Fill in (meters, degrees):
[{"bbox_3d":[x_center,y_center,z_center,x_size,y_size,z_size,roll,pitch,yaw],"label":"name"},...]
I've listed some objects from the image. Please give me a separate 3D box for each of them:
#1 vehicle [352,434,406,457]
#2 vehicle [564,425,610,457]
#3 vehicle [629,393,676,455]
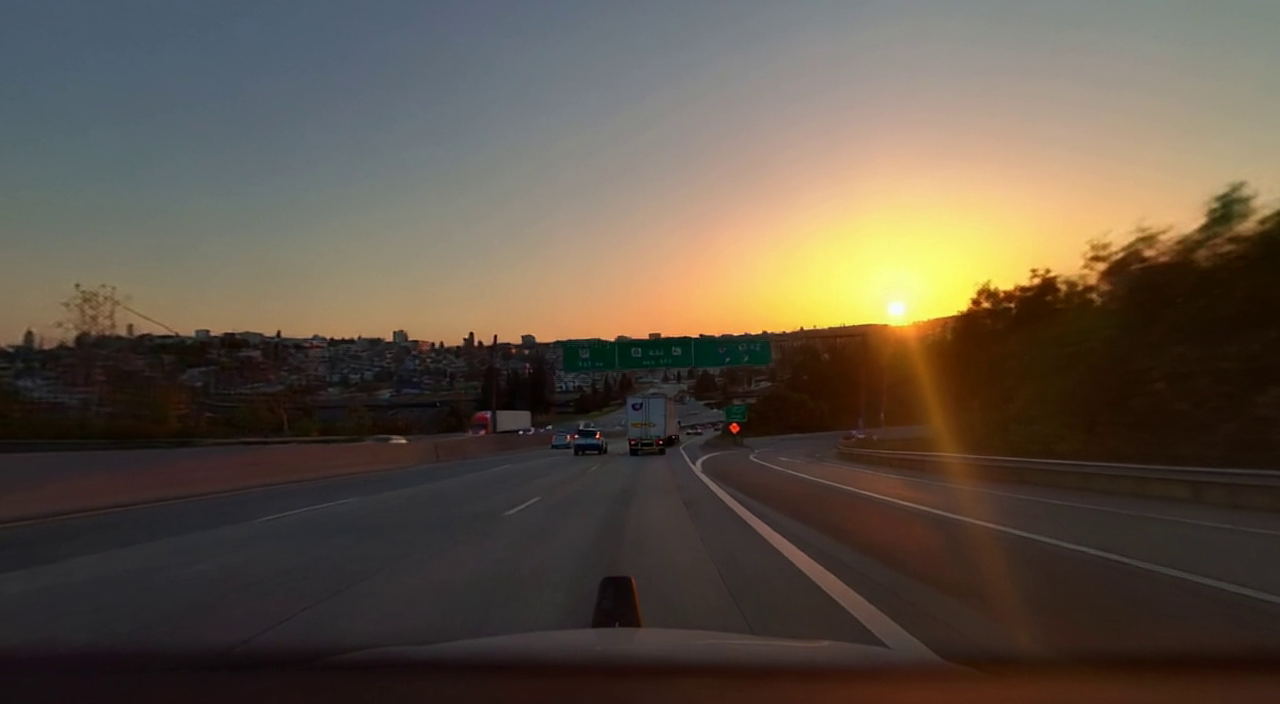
[{"bbox_3d":[-18.866,6.745,45.583,1.879,1.549,4.119,-1,-8,4],"label":"vehicle"},{"bbox_3d":[-3.088,5.309,37.495,2.119,1.787,4.655,-1,-8,3],"label":"vehicle"},{"bbox_3d":[0.970,5.354,45.995,3.024,4.019,10.605,0,-8,2],"label":"vehicle"}]
